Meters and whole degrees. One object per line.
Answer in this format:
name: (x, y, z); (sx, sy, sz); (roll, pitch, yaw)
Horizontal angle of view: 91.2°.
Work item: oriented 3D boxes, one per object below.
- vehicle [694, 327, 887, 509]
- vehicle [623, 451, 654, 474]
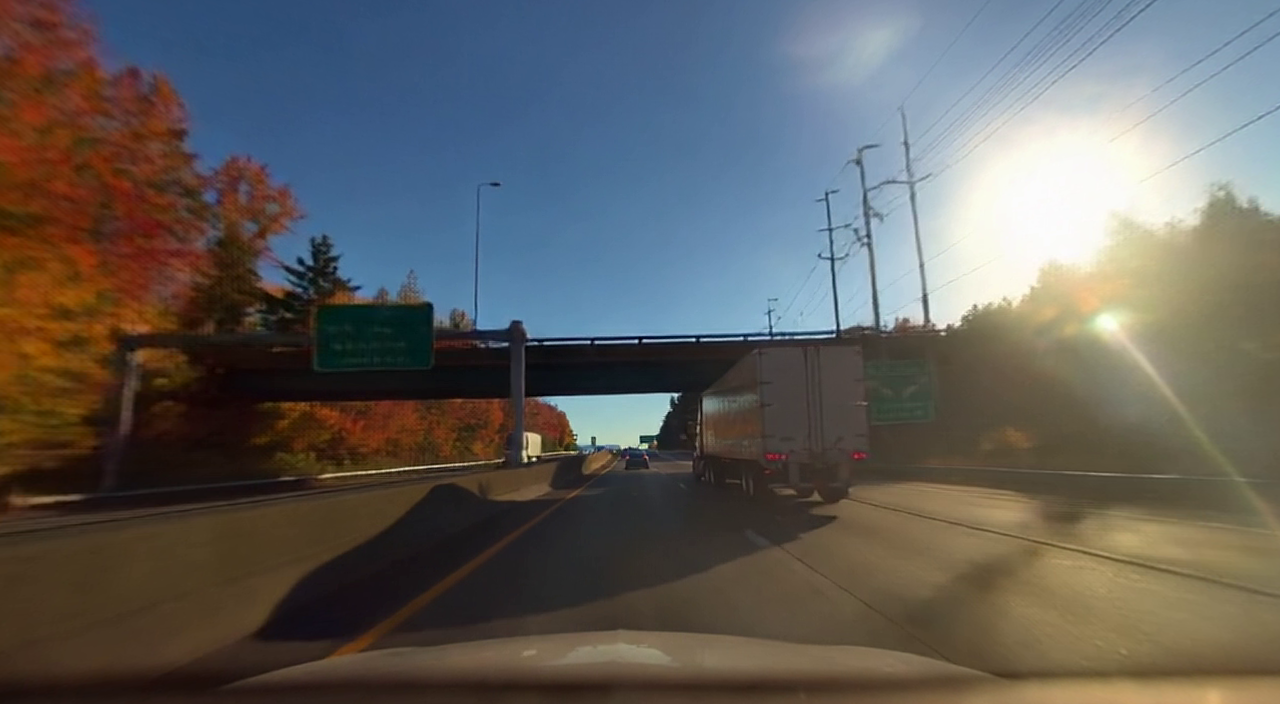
vehicle: (4.121, 2.659, 21.885); (2.956, 4.281, 14.327); (0, -9, -1)
vehicle: (-0.111, 7.365, 42.051); (1.961, 1.454, 3.755); (0, -9, 0)
